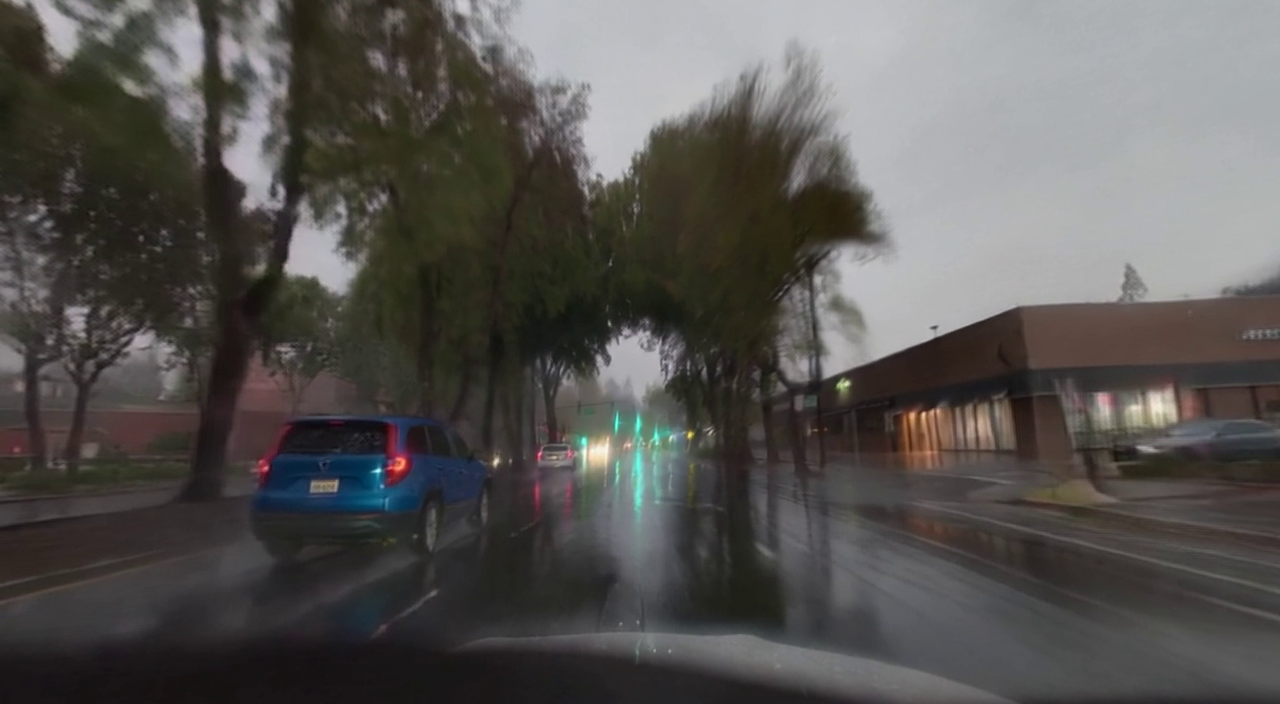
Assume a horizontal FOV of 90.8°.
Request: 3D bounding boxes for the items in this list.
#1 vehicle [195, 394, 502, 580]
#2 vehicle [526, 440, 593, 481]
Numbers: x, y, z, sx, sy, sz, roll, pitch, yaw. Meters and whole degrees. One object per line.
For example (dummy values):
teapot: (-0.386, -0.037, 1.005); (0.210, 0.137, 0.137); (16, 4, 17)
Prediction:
vehicle: (-3.359, 1.648, 8.489); (2.042, 1.817, 4.364); (0, -8, 0)
vehicle: (-3.123, 4.337, 25.548); (2.069, 1.470, 4.601); (0, -8, 0)
